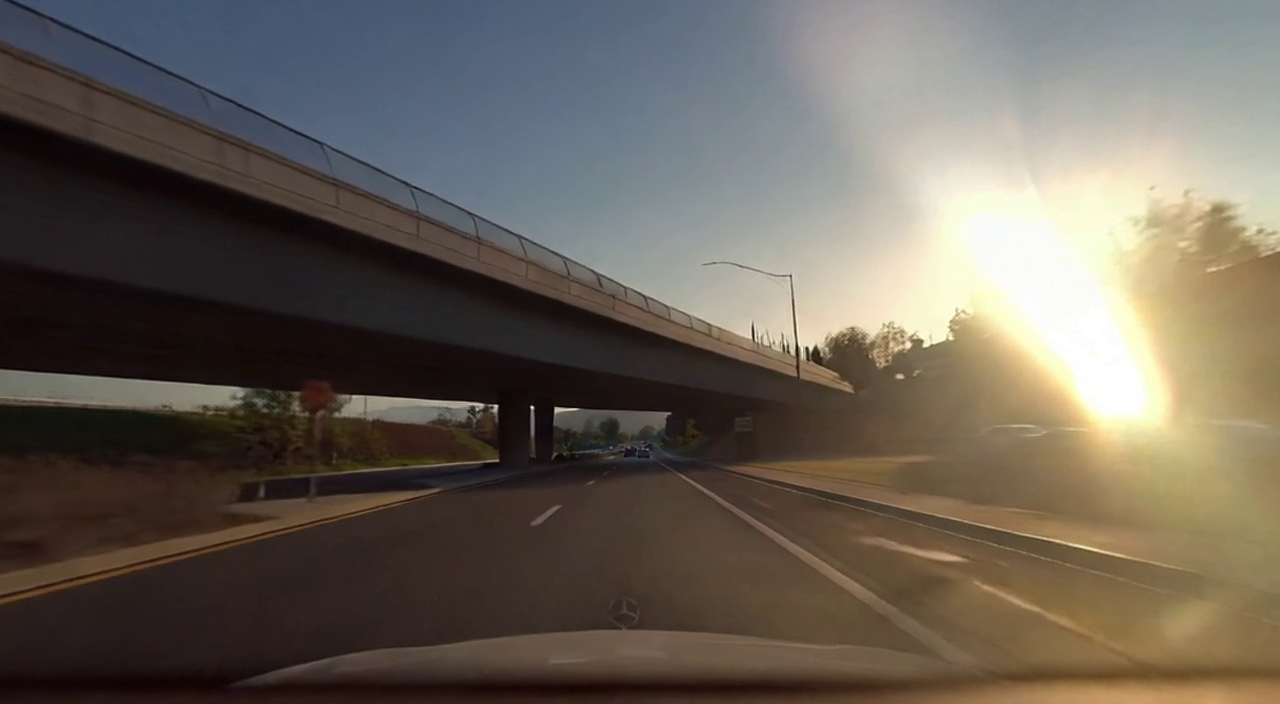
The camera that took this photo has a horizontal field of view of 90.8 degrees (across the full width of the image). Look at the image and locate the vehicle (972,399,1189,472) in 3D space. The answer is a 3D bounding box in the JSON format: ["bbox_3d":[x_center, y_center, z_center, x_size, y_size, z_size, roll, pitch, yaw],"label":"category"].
[{"bbox_3d":[28.589,5.786,42.640,2.939,4.075,14.109,1,-9,-8],"label":"vehicle"}]
